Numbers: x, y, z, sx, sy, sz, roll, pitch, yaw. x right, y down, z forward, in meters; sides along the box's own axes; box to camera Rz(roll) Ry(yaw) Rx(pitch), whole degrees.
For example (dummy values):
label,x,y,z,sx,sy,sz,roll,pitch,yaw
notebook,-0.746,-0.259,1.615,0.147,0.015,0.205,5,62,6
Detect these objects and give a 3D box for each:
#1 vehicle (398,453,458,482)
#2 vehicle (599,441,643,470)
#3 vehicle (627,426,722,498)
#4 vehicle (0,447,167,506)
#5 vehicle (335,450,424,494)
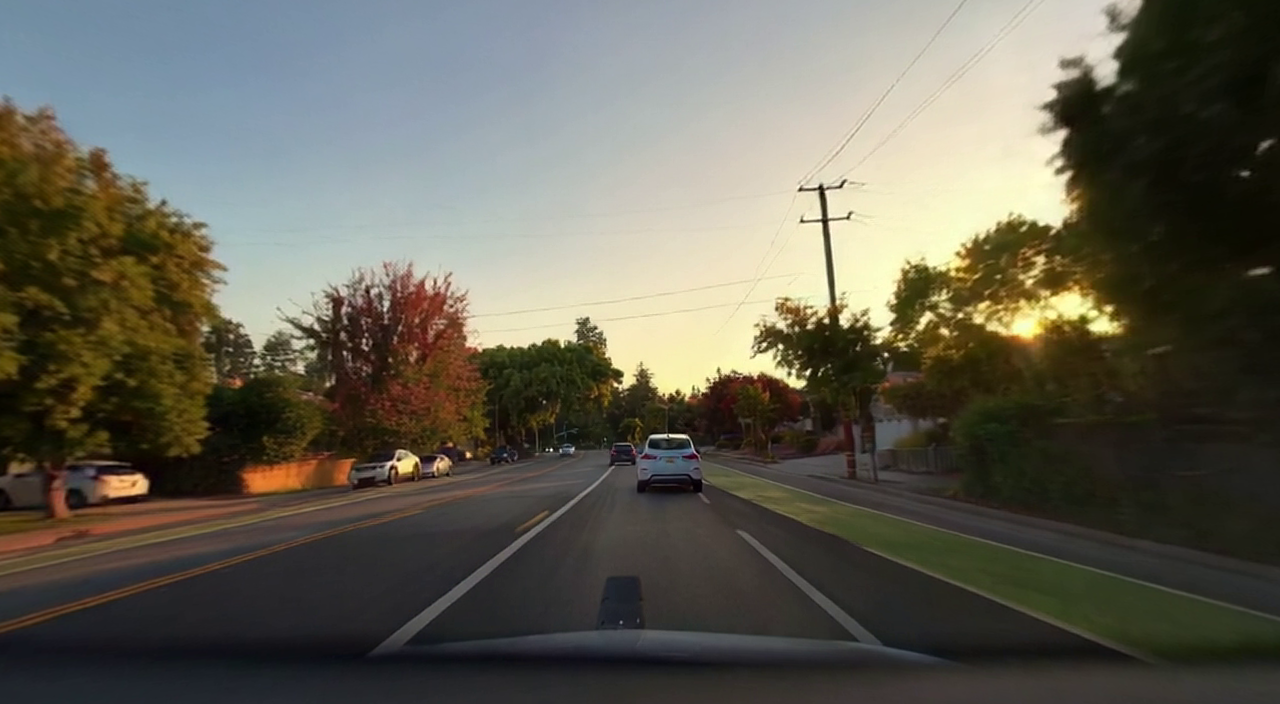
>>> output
label,x,y,z,sx,sy,sz,roll,pitch,yaw
vehicle,-12.071,6.565,36.256,1.831,1.464,4.520,0,-8,1
vehicle,-1.054,5.545,33.940,2.196,1.449,4.006,0,-8,-3
vehicle,0.808,3.049,17.959,2.200,1.763,4.676,0,-8,-3
vehicle,-20.681,4.336,22.246,6.011,1.909,2.279,1,-9,-4
vehicle,-12.339,5.672,30.333,2.150,1.644,5.120,-6,-8,-2
